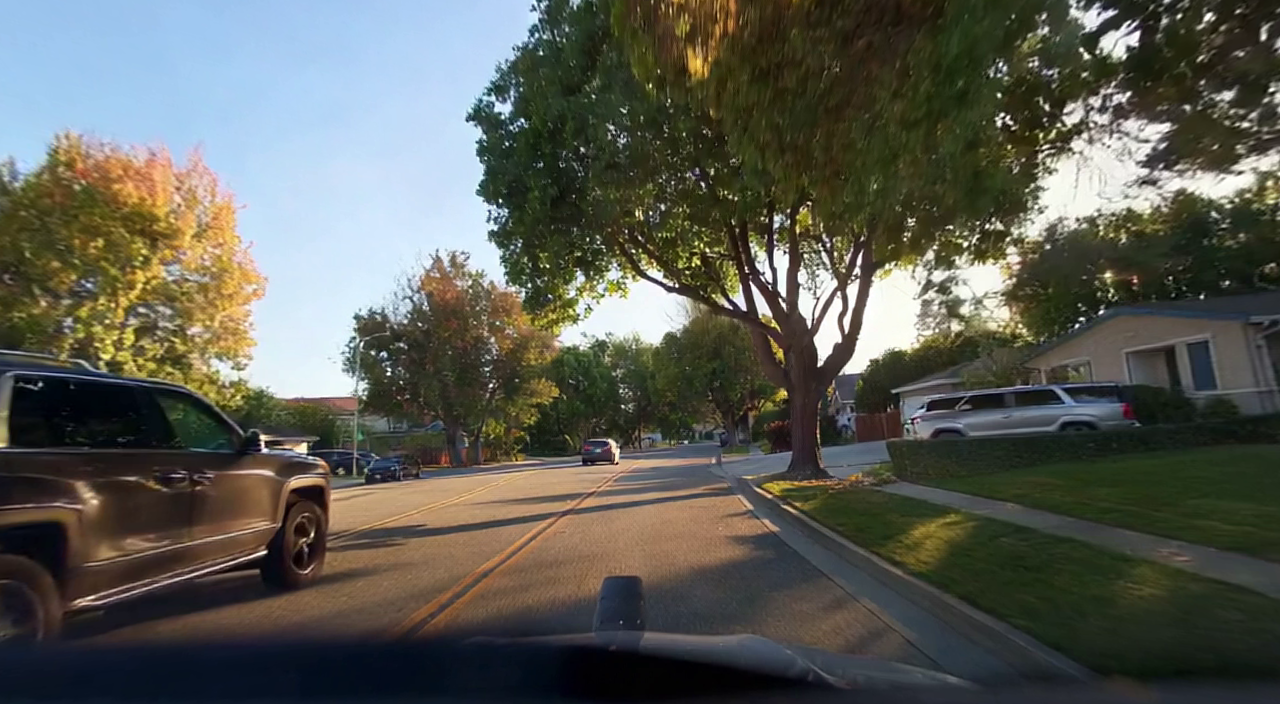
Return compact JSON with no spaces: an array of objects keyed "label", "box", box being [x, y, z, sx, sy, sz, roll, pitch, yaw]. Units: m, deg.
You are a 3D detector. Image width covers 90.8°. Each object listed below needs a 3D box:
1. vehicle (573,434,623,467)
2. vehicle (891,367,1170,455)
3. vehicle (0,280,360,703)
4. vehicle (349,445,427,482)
[{"label":"vehicle","box":[-2.214,5.358,34.466,2.001,1.664,4.174,-1,-9,6]},{"label":"vehicle","box":[9.386,1.599,15.847,5.492,1.923,2.103,-4,-9,25]},{"label":"vehicle","box":[-3.933,0.869,3.783,2.085,2.084,5.133,0,-9,0]},{"label":"vehicle","box":[-14.057,6.199,35.597,2.029,1.887,4.668,0,-8,6]}]
